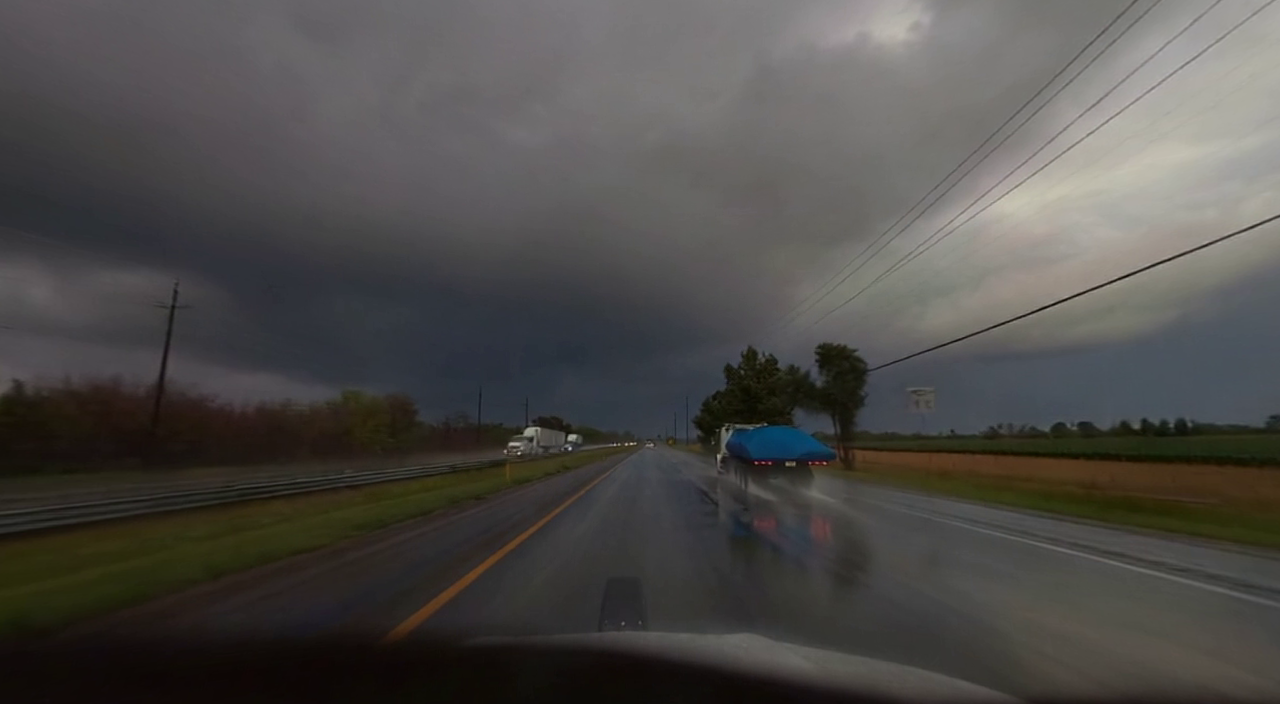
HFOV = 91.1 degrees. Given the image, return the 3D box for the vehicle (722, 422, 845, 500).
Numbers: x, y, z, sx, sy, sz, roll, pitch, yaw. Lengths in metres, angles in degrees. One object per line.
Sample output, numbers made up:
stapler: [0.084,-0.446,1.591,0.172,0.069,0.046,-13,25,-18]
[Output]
vehicle: [3.787,3.009,17.815,2.228,1.852,5.449,0,-8,0]
